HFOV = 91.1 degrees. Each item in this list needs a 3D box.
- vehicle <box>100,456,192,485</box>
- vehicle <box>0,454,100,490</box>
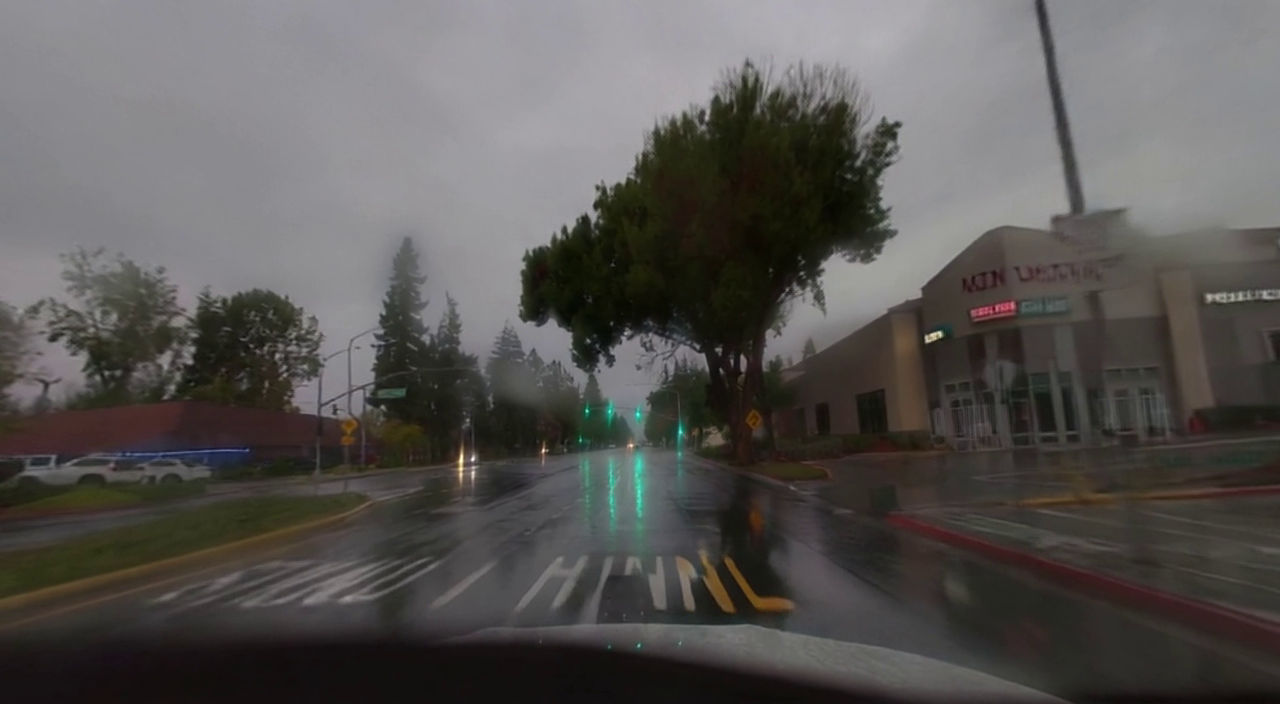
[{"bbox_3d":[-27.158,6.498,34.578,3.592,1.501,1.697,0,-9,2],"label":"vehicle"},{"bbox_3d":[-27.890,5.567,29.193,3.664,1.564,2.023,0,-9,1],"label":"vehicle"}]
